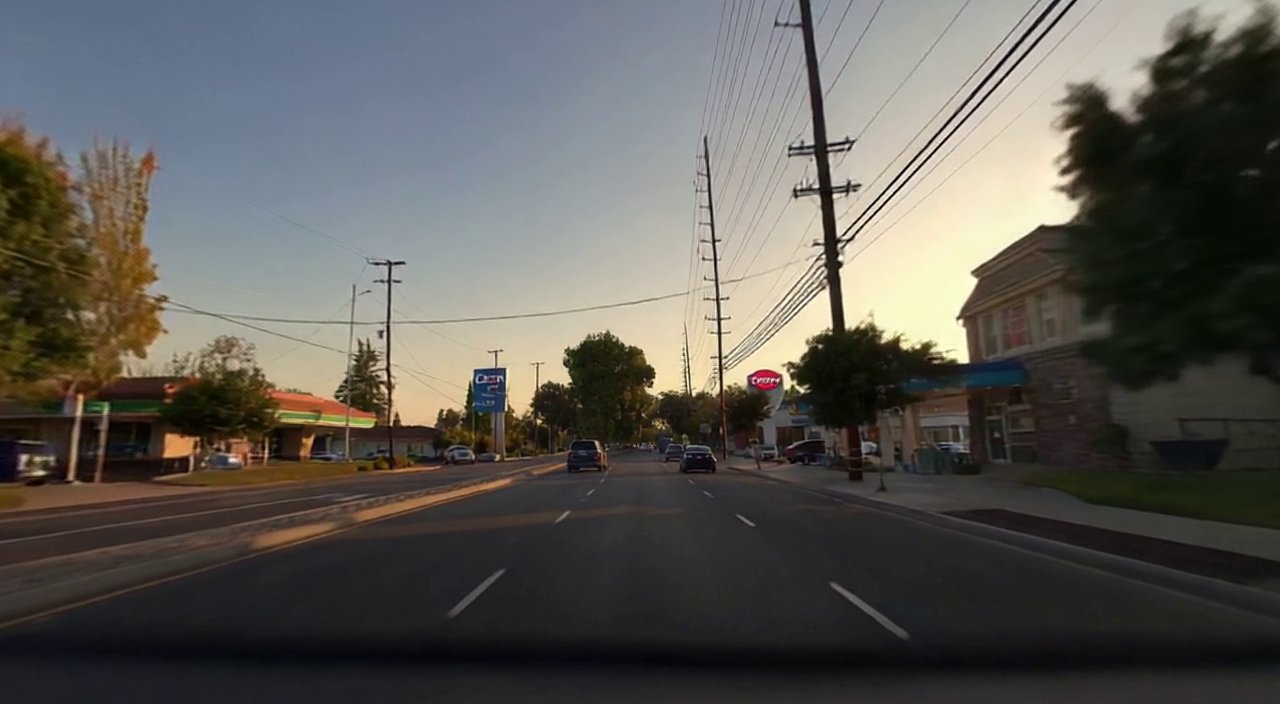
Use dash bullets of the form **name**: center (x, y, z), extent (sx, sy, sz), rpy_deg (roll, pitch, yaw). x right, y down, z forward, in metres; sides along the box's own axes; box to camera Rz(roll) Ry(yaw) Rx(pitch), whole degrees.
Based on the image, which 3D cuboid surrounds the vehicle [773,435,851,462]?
- **vehicle**: center (12.179, 6.859, 44.751), extent (4.832, 1.813, 2.170), rpy_deg (1, -9, -6)

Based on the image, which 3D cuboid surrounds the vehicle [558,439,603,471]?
- **vehicle**: center (-3.234, 5.690, 35.070), extent (2.047, 1.664, 4.148), rpy_deg (0, -9, 0)

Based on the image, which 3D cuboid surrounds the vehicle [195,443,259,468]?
- **vehicle**: center (-31.228, 7.839, 47.817), extent (1.859, 1.704, 4.366), rpy_deg (-1, -9, -1)

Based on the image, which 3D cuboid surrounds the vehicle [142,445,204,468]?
- **vehicle**: center (-34.521, 7.749, 46.714), extent (1.923, 1.597, 4.127), rpy_deg (1, -9, -9)

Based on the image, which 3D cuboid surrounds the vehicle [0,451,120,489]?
- **vehicle**: center (-26.040, 5.250, 28.349), extent (1.823, 1.412, 4.255), rpy_deg (-1, -8, -4)

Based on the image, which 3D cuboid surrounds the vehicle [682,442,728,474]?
- **vehicle**: center (3.343, 5.544, 33.141), extent (1.978, 1.455, 4.195), rpy_deg (2, -9, 0)
